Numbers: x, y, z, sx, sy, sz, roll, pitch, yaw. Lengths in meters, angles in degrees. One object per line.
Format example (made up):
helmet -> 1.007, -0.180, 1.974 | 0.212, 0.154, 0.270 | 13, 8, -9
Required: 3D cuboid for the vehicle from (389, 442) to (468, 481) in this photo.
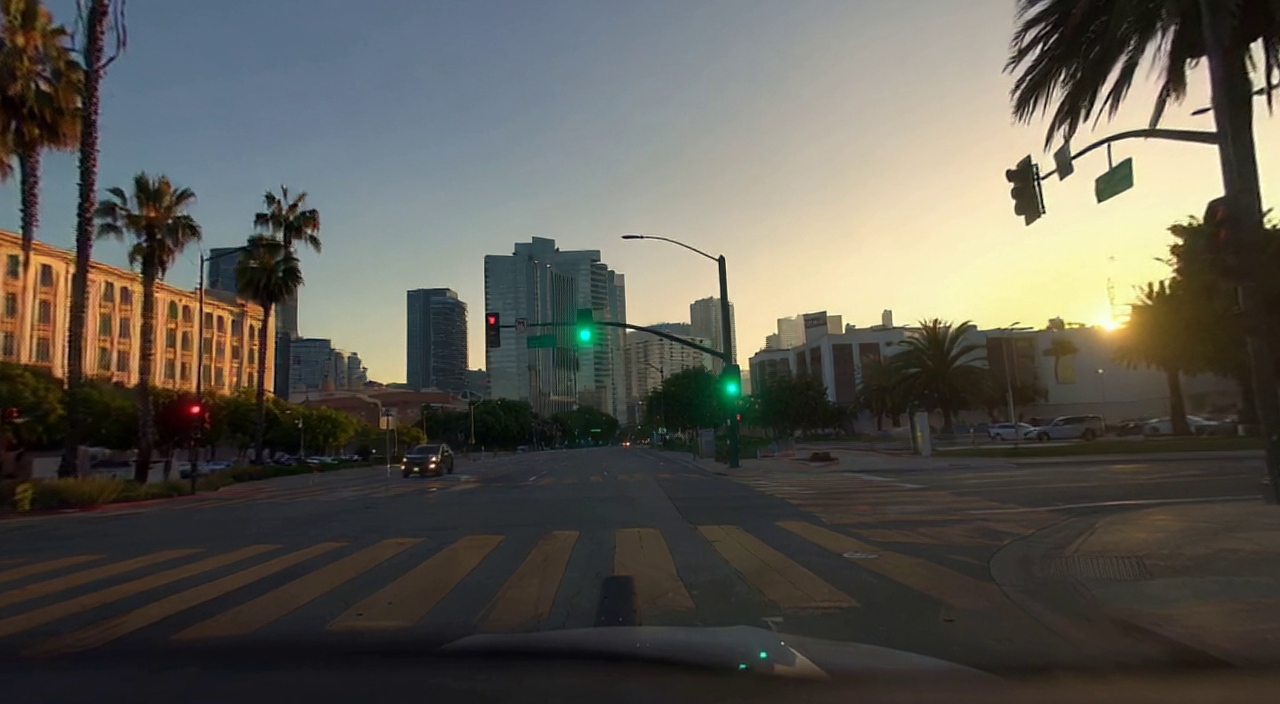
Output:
vehicle -> -10.740, 5.583, 32.374 | 2.270, 1.833, 4.860 | 0, -9, 1
